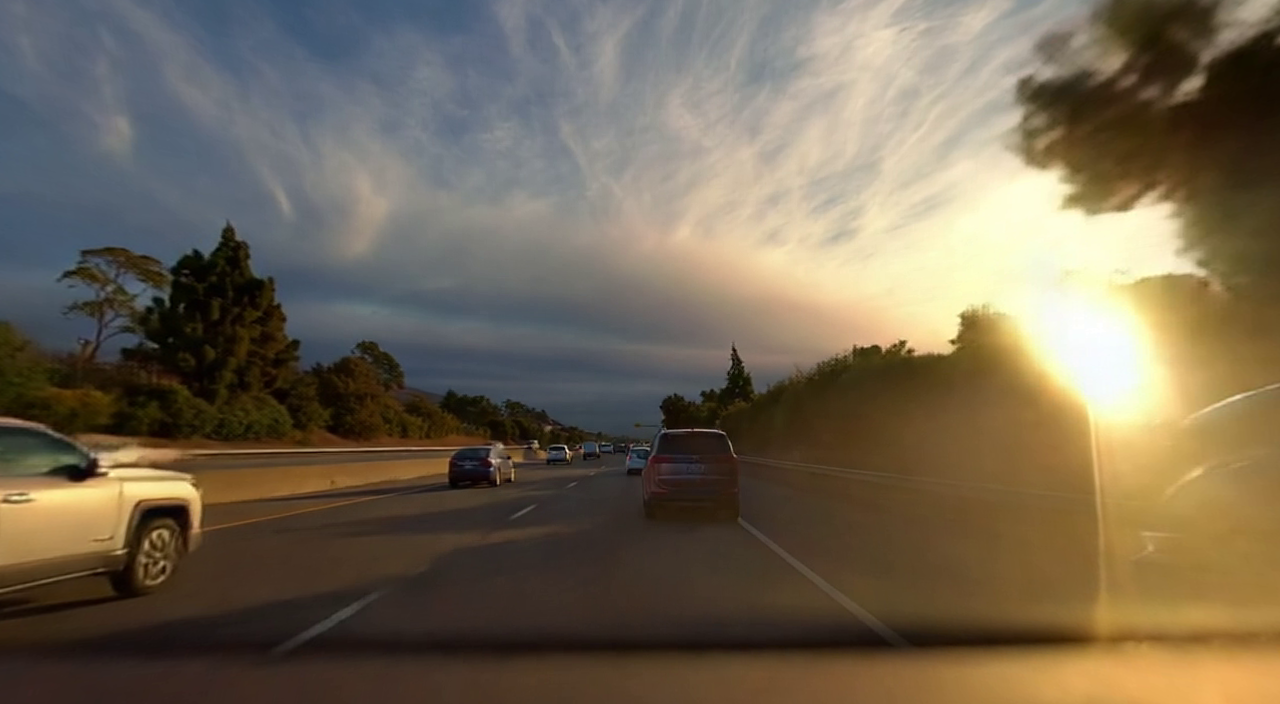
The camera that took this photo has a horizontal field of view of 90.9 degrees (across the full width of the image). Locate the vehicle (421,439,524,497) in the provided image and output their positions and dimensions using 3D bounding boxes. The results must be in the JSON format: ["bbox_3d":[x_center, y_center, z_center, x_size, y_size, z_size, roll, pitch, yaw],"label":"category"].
[{"bbox_3d":[-4.706,3.310,18.318,1.867,1.489,3.829,0,-9,1],"label":"vehicle"}]

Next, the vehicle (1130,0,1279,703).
[{"bbox_3d":[3.717,-0.190,1.091,2.141,3.473,4.217,0,-9,1],"label":"vehicle"}]

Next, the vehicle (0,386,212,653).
[{"bbox_3d":[-4.946,1.001,3.629,1.934,1.642,4.201,0,-9,1],"label":"vehicle"}]

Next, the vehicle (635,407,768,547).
[{"bbox_3d":[0.836,2.023,10.742,1.825,1.920,3.960,0,-9,0],"label":"vehicle"}]

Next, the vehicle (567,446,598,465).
[{"bbox_3d":[-4.331,7.863,47.981,1.857,1.423,3.920,0,-9,1],"label":"vehicle"}]

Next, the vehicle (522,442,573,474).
[{"bbox_3d":[-4.649,5.407,32.354,1.855,1.527,4.209,0,-9,2],"label":"vehicle"}]
